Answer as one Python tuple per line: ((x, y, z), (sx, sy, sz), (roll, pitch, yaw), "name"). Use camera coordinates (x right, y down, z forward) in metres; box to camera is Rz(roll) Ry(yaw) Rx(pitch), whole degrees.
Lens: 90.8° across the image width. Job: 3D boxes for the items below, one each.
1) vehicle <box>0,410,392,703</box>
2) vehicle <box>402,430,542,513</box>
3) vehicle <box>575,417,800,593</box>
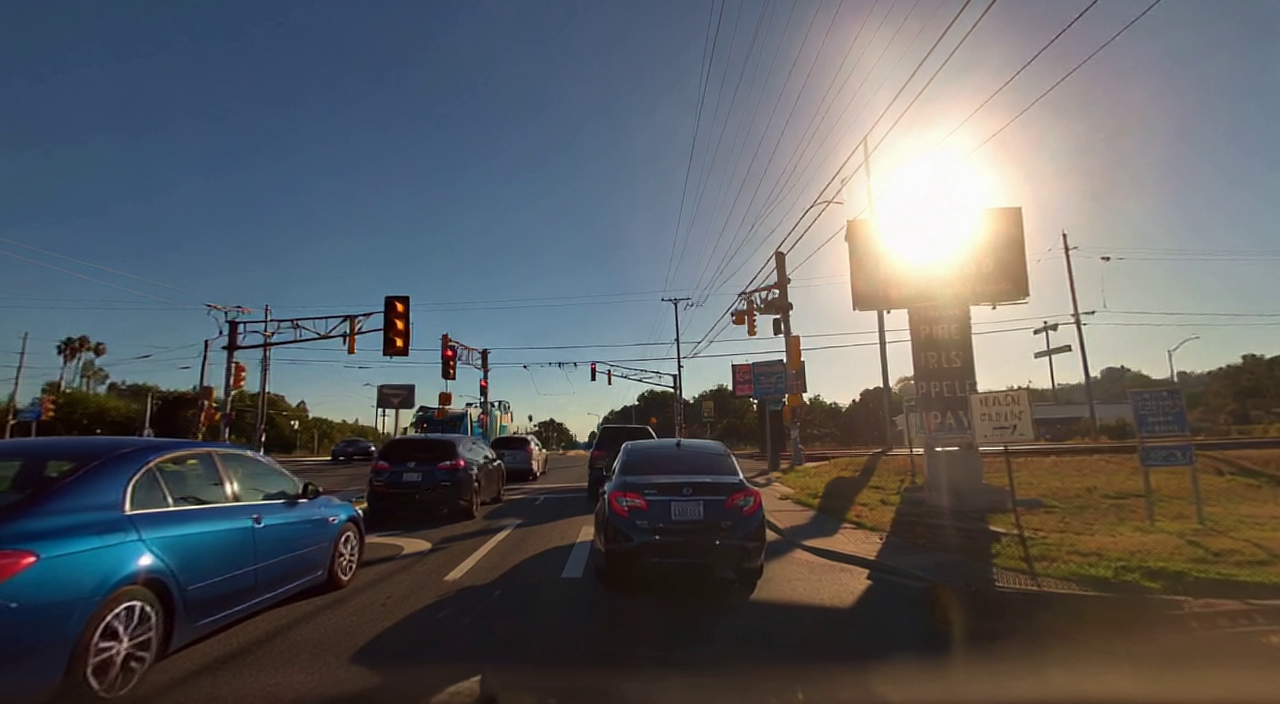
((-3.711, 1.277, 4.602), (1.956, 1.468, 4.585), (0, -8, 0), "vehicle")
((-3.369, 2.481, 13.552), (1.984, 1.505, 3.982), (0, -9, -1), "vehicle")
((0.323, 1.652, 7.653), (1.998, 1.529, 3.960), (0, -9, -3), "vehicle")
